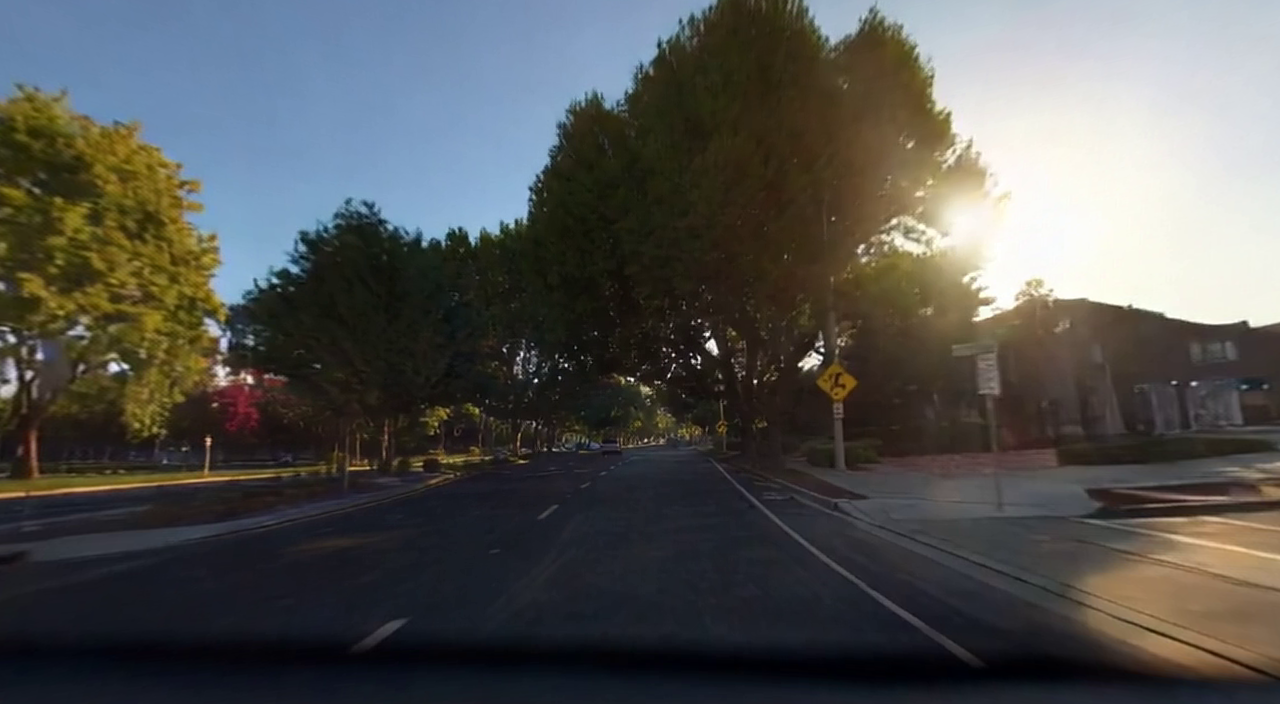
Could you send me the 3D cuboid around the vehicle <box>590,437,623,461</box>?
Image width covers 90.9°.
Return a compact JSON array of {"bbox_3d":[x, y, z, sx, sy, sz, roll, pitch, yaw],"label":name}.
[{"bbox_3d":[-2.454,7.346,47.804,2.173,1.694,4.335,0,-8,1],"label":"vehicle"}]
